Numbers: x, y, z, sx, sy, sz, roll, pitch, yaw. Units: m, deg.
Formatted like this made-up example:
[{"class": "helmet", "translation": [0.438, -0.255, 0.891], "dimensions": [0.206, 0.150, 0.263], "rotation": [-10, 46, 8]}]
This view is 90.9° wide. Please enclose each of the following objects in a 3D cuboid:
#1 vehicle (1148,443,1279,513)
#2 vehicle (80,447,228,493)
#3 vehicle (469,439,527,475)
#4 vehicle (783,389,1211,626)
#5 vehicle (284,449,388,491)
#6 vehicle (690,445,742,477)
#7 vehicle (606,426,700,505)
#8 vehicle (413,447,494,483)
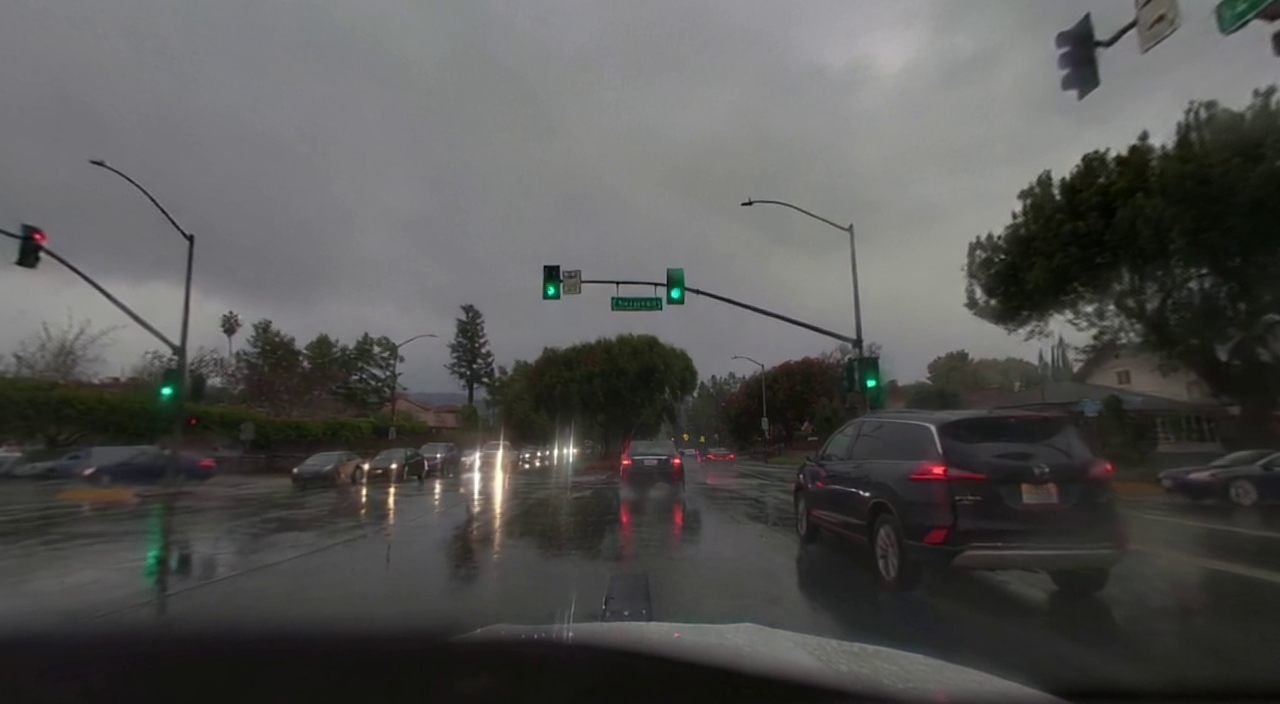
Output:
[{"class": "vehicle", "translation": [14.848, 2.797, 14.324], "dimensions": [4.856, 1.454, 1.923], "rotation": [0, -8, 1]}, {"class": "vehicle", "translation": [-20.691, 4.972, 26.994], "dimensions": [1.986, 1.742, 4.580], "rotation": [-7, -11, 40]}, {"class": "vehicle", "translation": [-8.218, 6.086, 36.903], "dimensions": [2.182, 1.939, 4.889], "rotation": [0, -8, 1]}, {"class": "vehicle", "translation": [3.251, 1.496, 7.095], "dimensions": [2.166, 1.799, 4.372], "rotation": [0, -8, -1]}, {"class": "vehicle", "translation": [-12.102, 4.707, 25.478], "dimensions": [1.959, 1.450, 4.487], "rotation": [0, -8, 1]}, {"class": "vehicle", "translation": [3.849, 5.584, 32.767], "dimensions": [2.096, 1.489, 4.757], "rotation": [0, -8, 0]}, {"class": "vehicle", "translation": [0.301, 2.959, 16.955], "dimensions": [2.185, 1.822, 4.391], "rotation": [0, -8, 0]}, {"class": "vehicle", "translation": [-8.123, 4.935, 27.925], "dimensions": [2.083, 1.420, 4.702], "rotation": [0, -8, 1]}]
